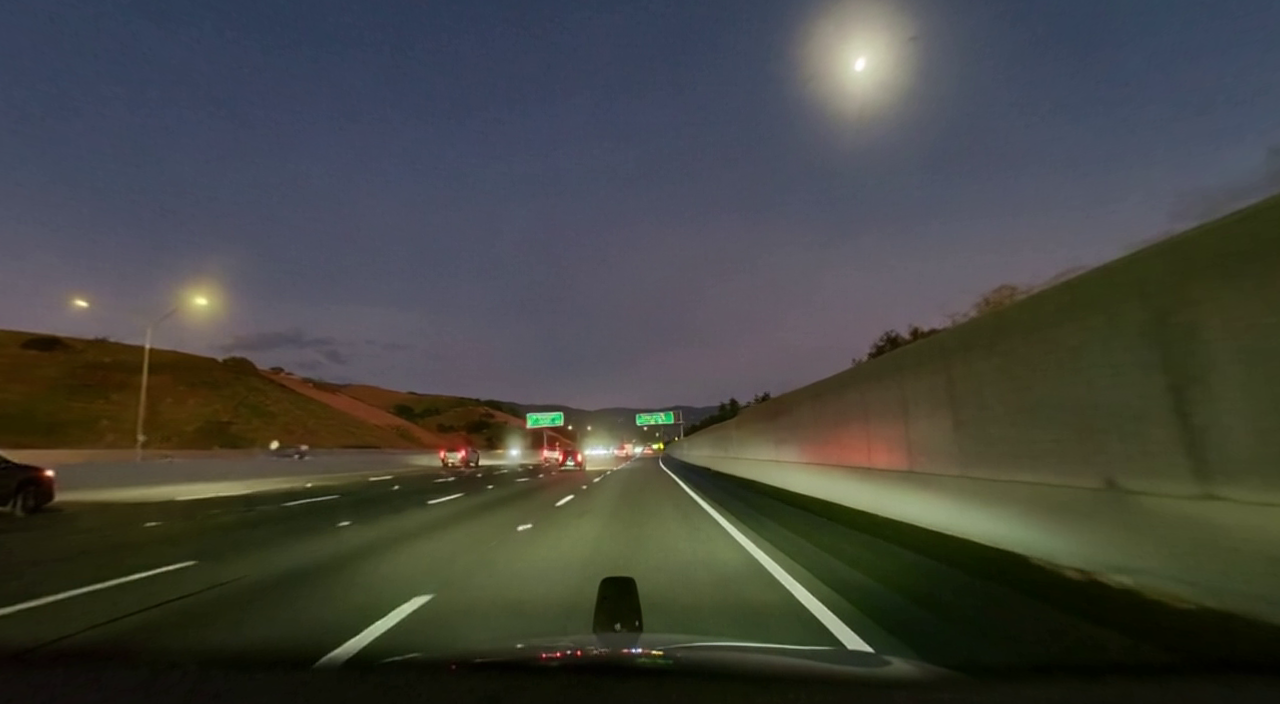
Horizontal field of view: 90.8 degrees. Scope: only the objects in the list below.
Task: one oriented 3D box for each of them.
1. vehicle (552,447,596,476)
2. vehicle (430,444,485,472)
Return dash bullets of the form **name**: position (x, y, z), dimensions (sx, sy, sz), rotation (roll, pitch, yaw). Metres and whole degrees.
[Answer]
- **vehicle**: position (-3.602, 6.063, 35.259), dimensions (1.931, 1.492, 4.076), rotation (0, -9, 1)
- **vehicle**: position (-12.190, 7.086, 42.468), dimensions (2.076, 1.766, 4.831), rotation (0, -9, 2)
